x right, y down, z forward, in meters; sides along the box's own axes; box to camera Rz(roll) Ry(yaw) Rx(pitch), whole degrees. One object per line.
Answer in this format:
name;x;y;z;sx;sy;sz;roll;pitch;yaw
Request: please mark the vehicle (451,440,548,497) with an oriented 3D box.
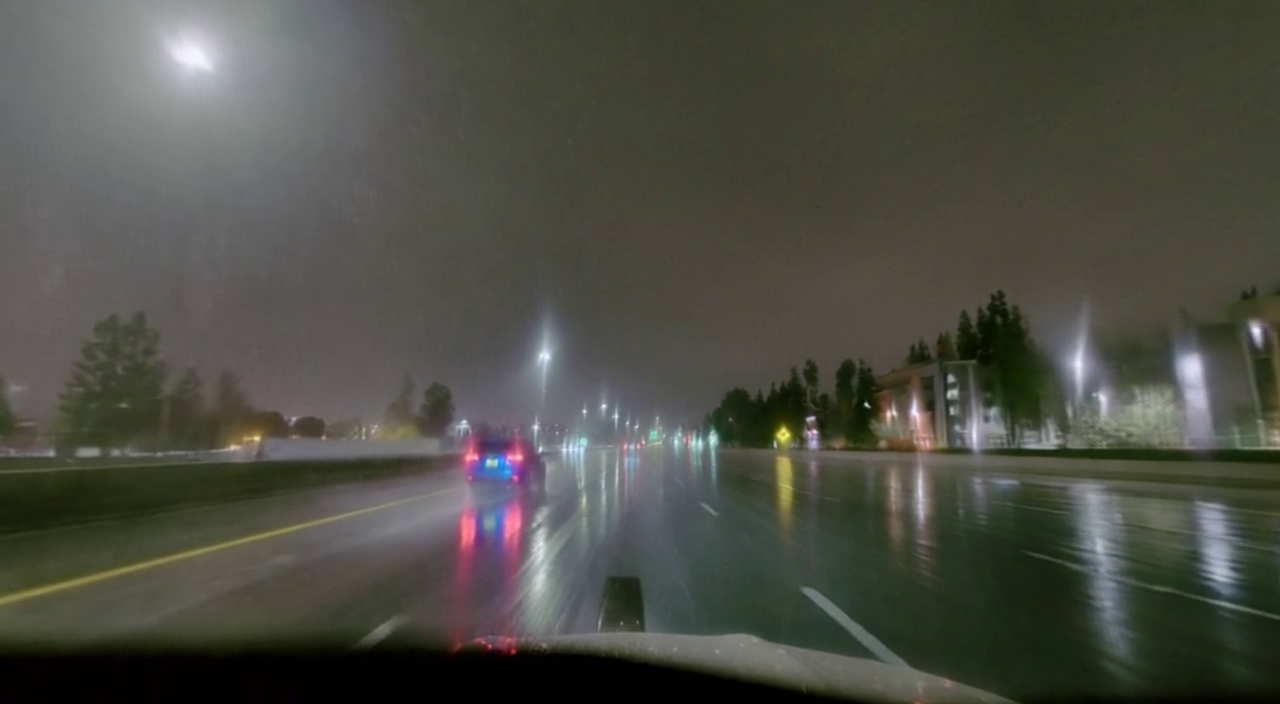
vehicle;-4.026;3.411;18.940;1.900;1.492;4.495;0;-9;0
